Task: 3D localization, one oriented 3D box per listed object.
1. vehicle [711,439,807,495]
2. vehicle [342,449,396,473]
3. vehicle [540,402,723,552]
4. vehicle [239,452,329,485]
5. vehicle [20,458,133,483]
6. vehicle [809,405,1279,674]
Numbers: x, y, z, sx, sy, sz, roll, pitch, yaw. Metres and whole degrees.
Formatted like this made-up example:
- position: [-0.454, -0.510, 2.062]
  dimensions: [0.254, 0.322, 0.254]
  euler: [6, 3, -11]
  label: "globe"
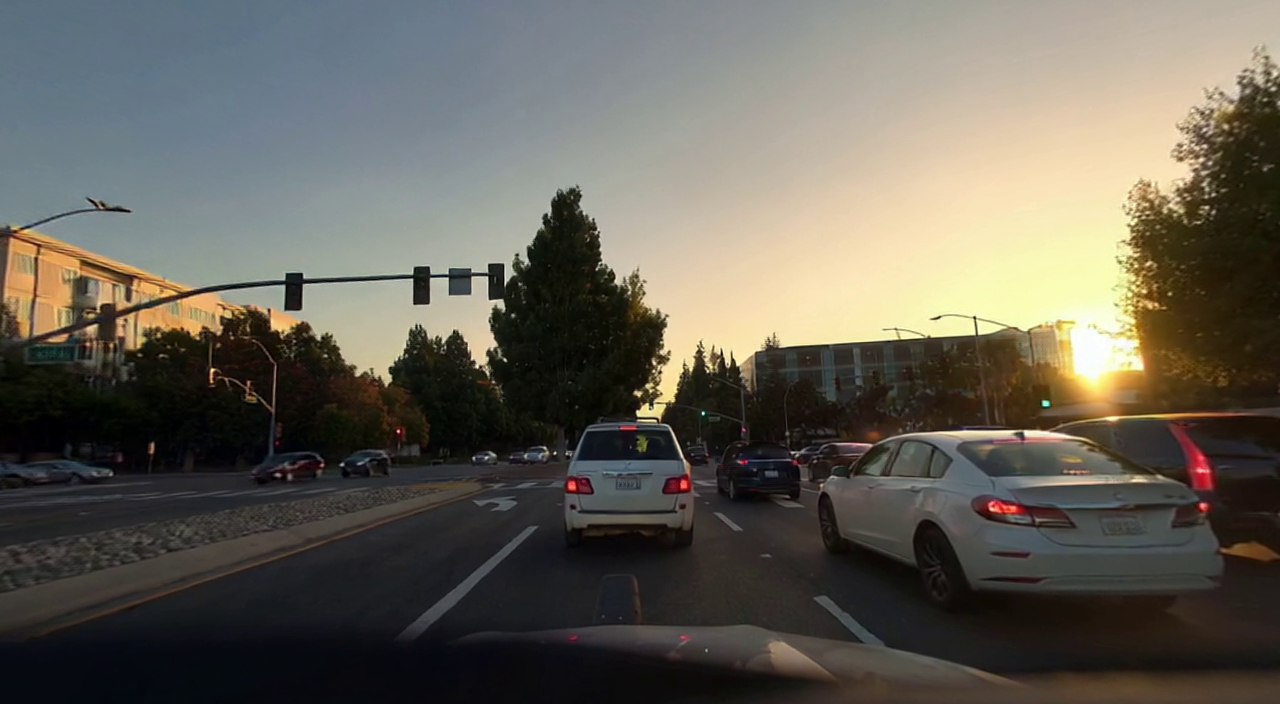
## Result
- position: [3.503, 3.466, 19.466]
  dimensions: [2.004, 1.523, 4.263]
  euler: [0, -9, -2]
  label: "vehicle"
- position: [-20.935, 8.408, 49.075]
  dimensions: [2.138, 1.708, 4.589]
  euler: [-1, -9, 1]
  label: "vehicle"
- position: [-0.148, 1.853, 9.984]
  dimensions: [2.236, 1.827, 4.316]
  euler: [0, -8, -1]
  label: "vehicle"
- position: [-17.447, 5.707, 31.250]
  dimensions: [1.836, 1.468, 4.449]
  euler: [0, -9, 0]
  label: "vehicle"
- position: [-35.084, 7.366, 39.468]
  dimensions: [4.845, 1.442, 1.880]
  euler: [2, -9, -13]
  label: "vehicle"
- position: [3.379, 1.455, 6.170]
  dimensions: [2.034, 1.558, 4.774]
  euler: [0, -8, -1]
  label: "vehicle"
